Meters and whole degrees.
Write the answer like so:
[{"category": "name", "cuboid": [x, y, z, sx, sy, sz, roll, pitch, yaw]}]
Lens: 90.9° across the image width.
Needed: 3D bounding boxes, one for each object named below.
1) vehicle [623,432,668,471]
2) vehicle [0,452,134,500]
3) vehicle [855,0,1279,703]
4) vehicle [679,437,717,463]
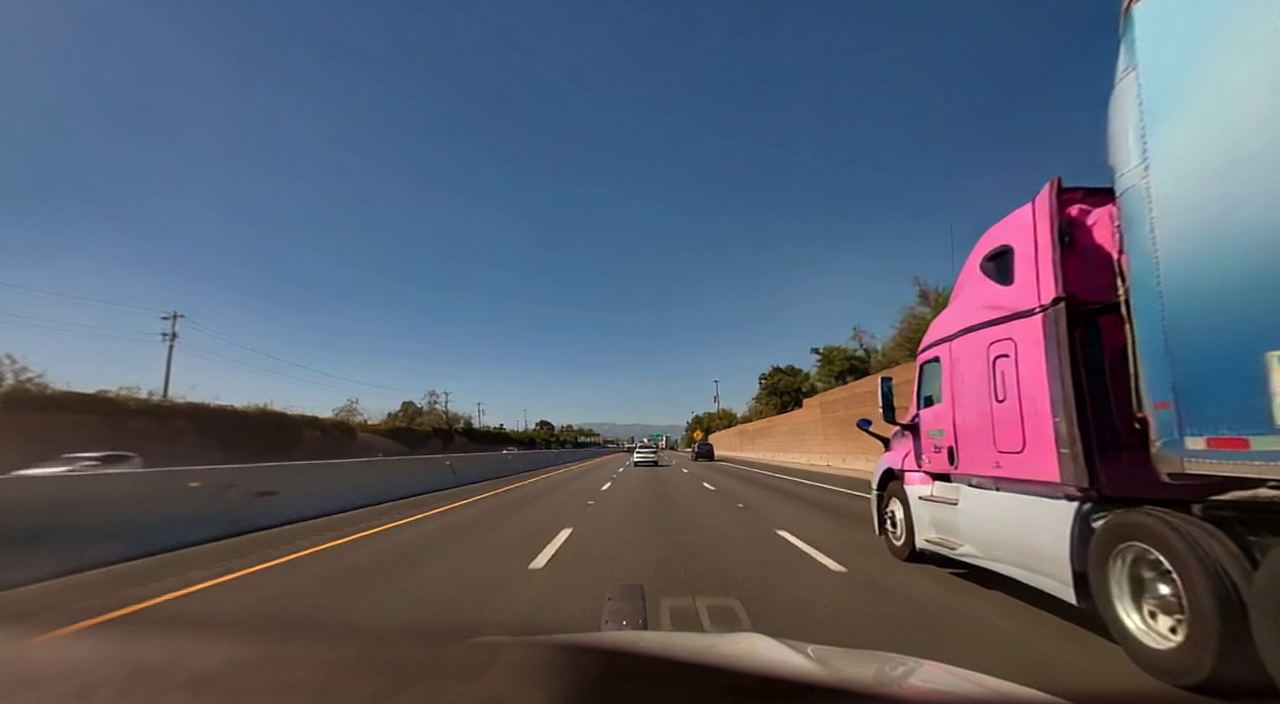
[{"category": "vehicle", "cuboid": [0.267, 5.221, 33.169, 2.205, 1.860, 4.301, 0, -8, -1]}, {"category": "vehicle", "cuboid": [-20.934, 4.328, 22.418, 1.899, 1.469, 4.605, -1, -8, 3]}, {"category": "vehicle", "cuboid": [4.303, -0.015, 3.768, 3.030, 3.985, 8.655, -1, -8, 1]}, {"category": "vehicle", "cuboid": [4.213, 7.272, 46.789, 2.215, 1.798, 4.776, 0, -8, -1]}]
